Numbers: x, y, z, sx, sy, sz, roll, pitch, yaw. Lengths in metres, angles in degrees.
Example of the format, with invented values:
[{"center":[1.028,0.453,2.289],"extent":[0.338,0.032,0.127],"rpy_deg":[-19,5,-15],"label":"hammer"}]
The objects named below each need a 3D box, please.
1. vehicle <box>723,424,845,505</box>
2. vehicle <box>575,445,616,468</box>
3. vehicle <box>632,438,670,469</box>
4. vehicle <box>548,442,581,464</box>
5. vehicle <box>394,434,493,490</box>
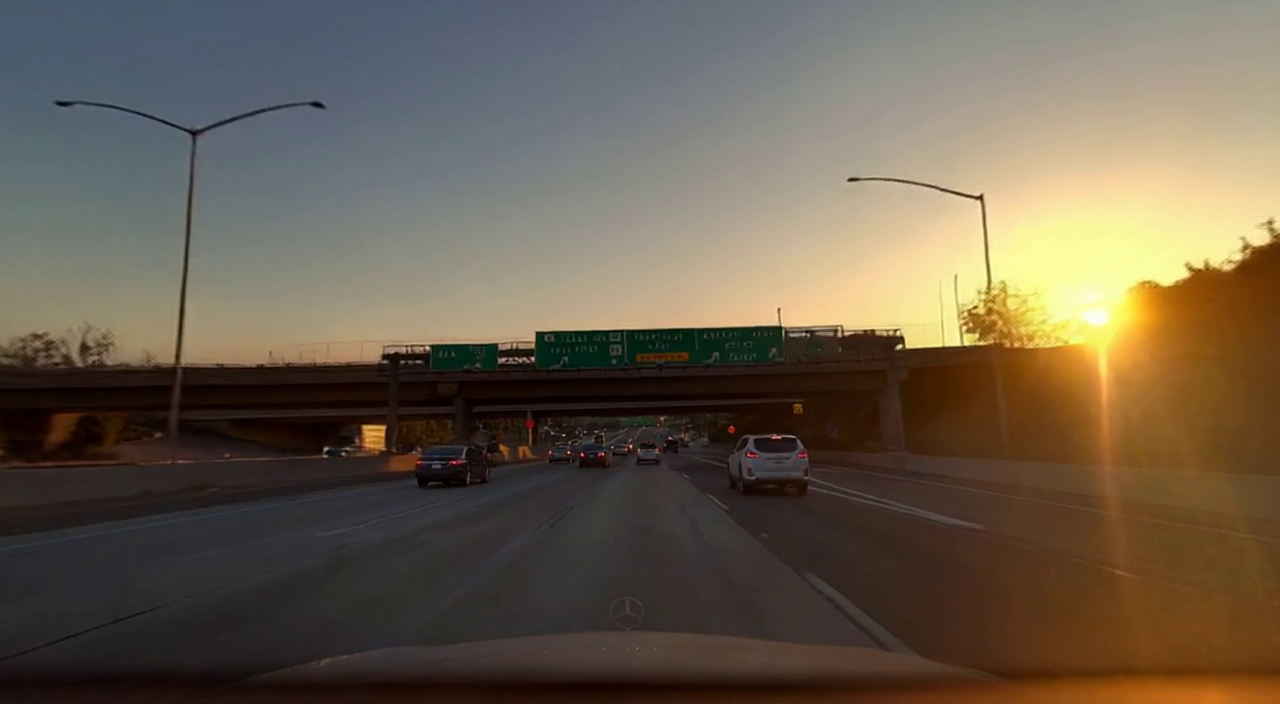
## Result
[{"center":[3.574,2.894,16.684],"extent":[2.083,1.823,4.627],"rpy_deg":[0,-8,-1],"label":"vehicle"},{"center":[-2.767,6.701,40.585],"extent":[2.205,1.406,4.286],"rpy_deg":[0,-8,2],"label":"vehicle"},{"center":[0.668,6.048,37.759],"extent":[2.133,1.739,3.925],"rpy_deg":[0,-8,2],"label":"vehicle"},{"center":[-5.853,7.905,49.385],"extent":[1.992,1.604,3.966],"rpy_deg":[0,-8,1],"label":"vehicle"},{"center":[-6.463,3.634,21.240],"extent":[1.946,1.688,4.019],"rpy_deg":[0,-8,1],"label":"vehicle"}]
